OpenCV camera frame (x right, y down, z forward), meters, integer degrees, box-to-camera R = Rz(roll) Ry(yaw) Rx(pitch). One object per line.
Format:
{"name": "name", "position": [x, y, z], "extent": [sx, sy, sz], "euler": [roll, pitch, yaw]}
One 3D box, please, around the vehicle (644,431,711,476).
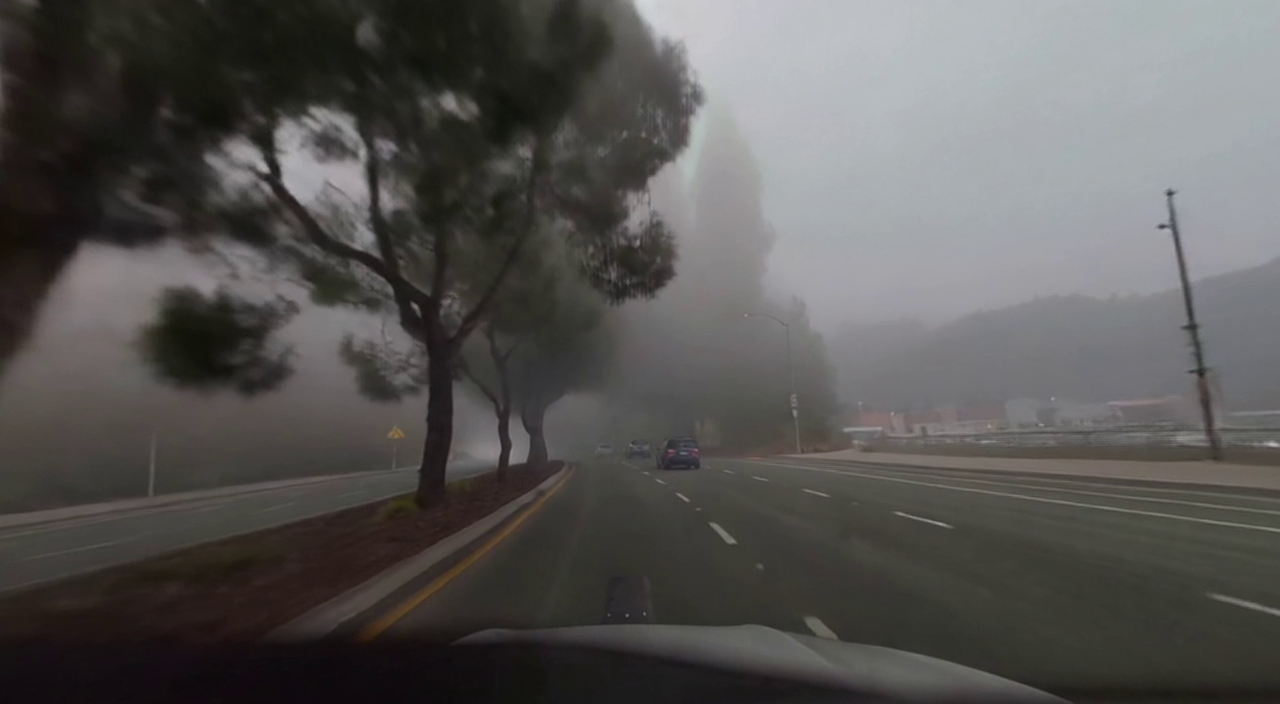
{"name": "vehicle", "position": [1.516, 4.400, 27.483], "extent": [2.253, 1.756, 4.313], "euler": [1, -8, -5]}
